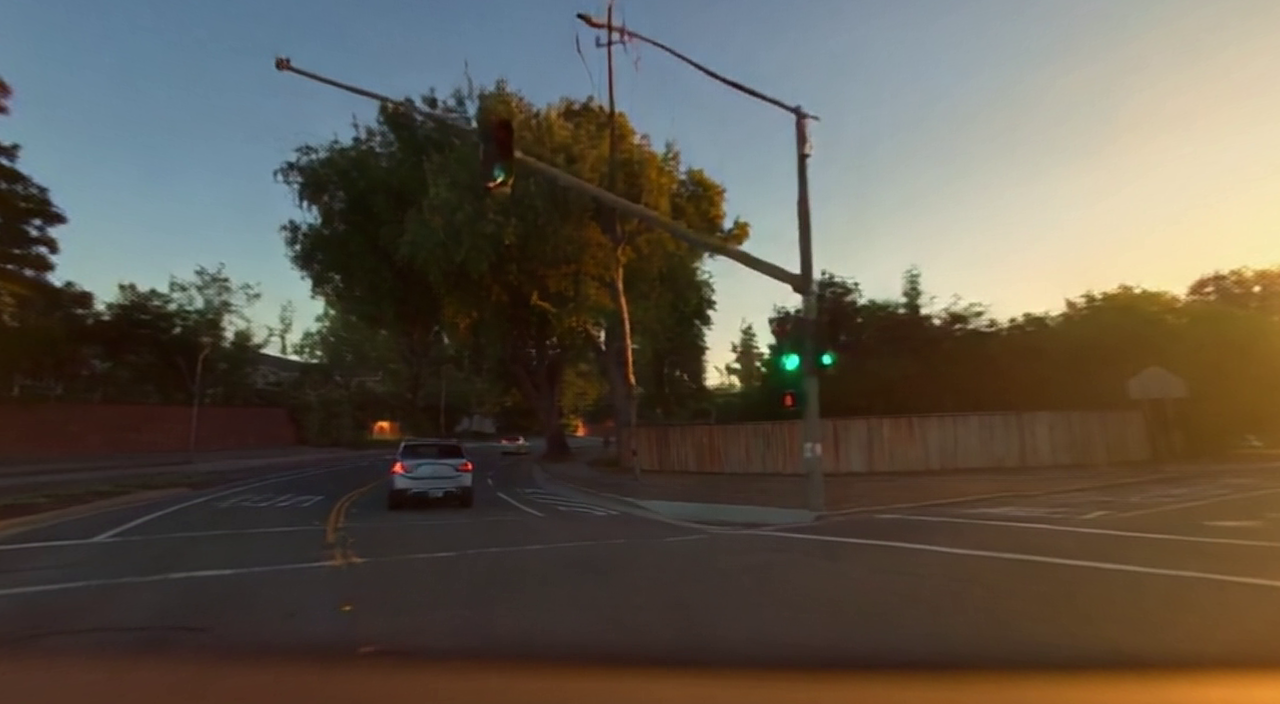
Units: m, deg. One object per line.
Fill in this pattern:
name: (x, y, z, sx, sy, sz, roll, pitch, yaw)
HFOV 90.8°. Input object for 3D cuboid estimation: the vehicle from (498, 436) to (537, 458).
vehicle: (-8.696, 6.770, 45.230, 1.929, 1.476, 4.655, 0, -8, -1)

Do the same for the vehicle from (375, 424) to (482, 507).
vehicle: (-5.416, 2.886, 16.599, 2.230, 1.827, 4.580, 2, -9, -15)
